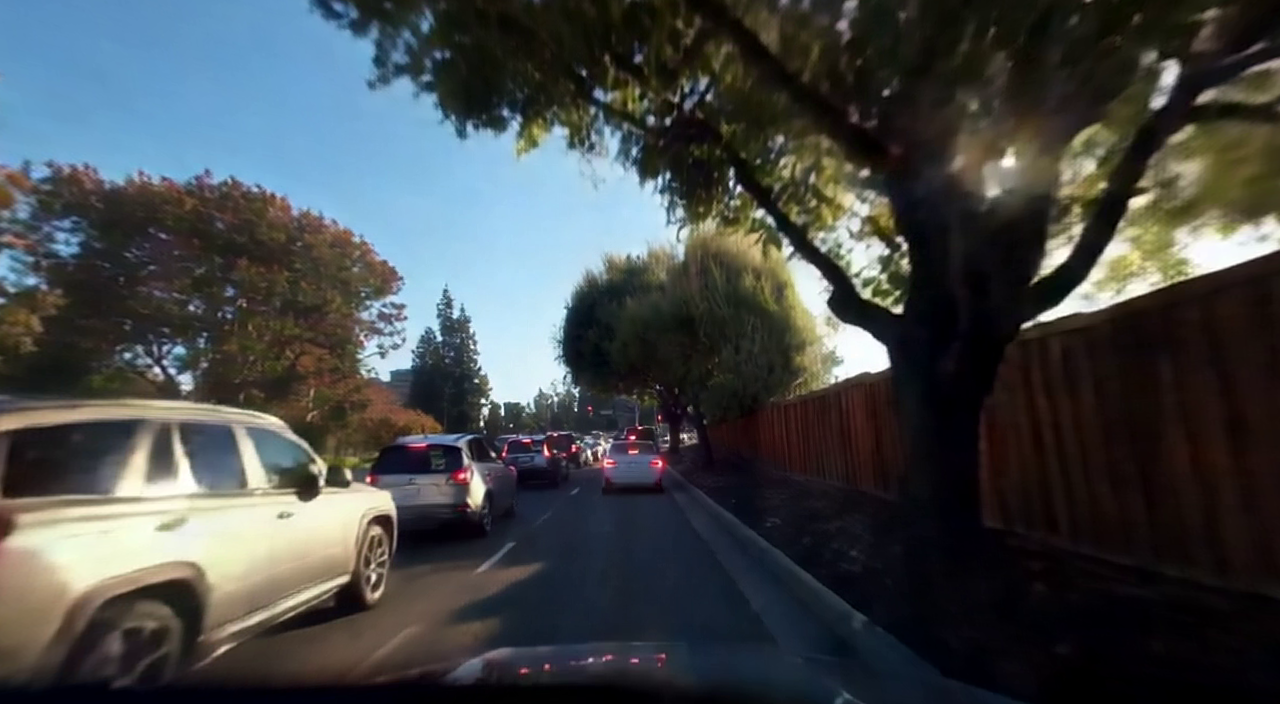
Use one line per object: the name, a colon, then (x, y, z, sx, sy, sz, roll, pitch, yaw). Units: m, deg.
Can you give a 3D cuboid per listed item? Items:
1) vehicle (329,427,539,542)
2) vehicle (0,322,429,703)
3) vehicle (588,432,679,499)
vehicle: (-3.155, 2.130, 10.842, 1.980, 1.520, 4.636, 0, -8, 1)
vehicle: (-3.090, 1.052, 3.931, 1.999, 1.727, 4.340, 0, -8, 0)
vehicle: (-0.138, 2.773, 15.742, 1.995, 1.460, 3.865, 0, -8, 0)
